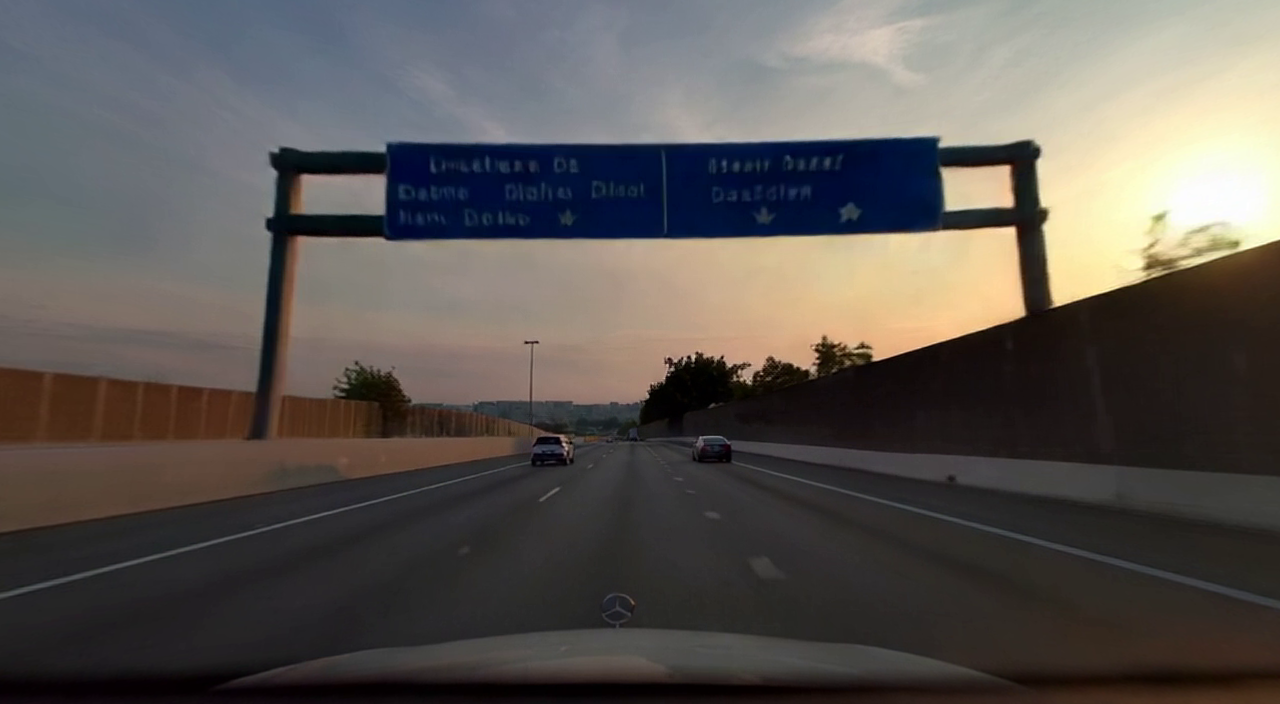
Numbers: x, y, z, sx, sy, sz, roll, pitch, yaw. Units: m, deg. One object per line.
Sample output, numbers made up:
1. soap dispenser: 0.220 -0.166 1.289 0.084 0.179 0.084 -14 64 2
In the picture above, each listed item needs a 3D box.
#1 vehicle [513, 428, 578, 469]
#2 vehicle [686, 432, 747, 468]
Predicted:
1. vehicle: -4.104 4.266 27.958 2.219 1.660 4.153 0 -8 0
2. vehicle: 3.409 4.463 28.909 2.077 1.523 4.539 0 -8 -2
